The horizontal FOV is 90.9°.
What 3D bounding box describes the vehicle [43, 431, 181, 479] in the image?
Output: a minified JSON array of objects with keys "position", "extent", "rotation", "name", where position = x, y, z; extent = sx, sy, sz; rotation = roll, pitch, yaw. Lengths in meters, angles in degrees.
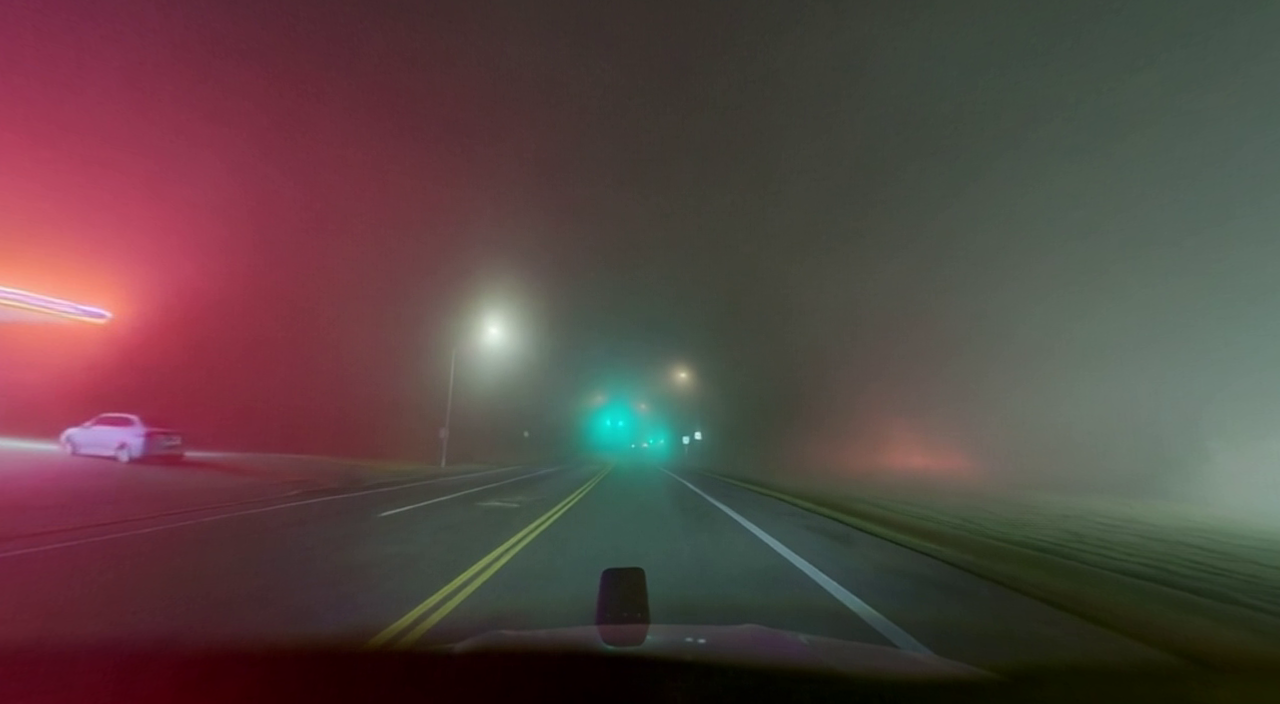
[{"position":[-18.302,3.580,22.147],"extent":[1.885,1.490,4.474],"rotation":[2,-9,-15],"name":"vehicle"}]
